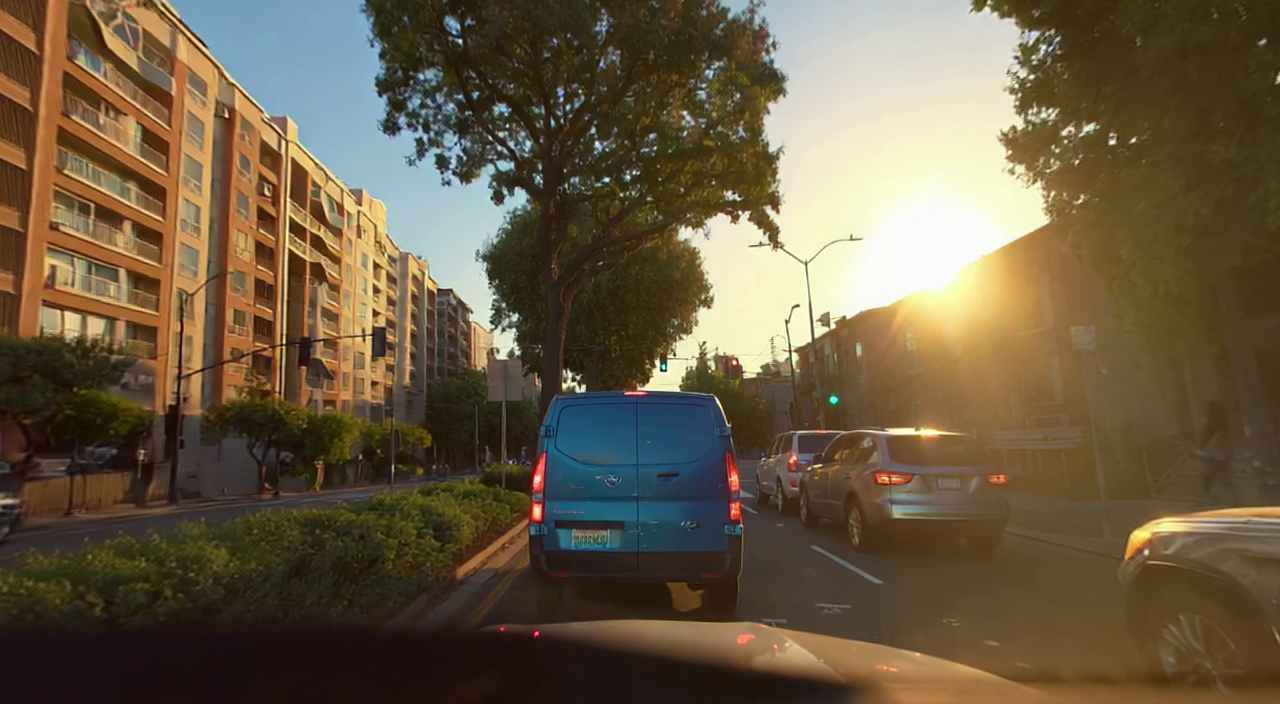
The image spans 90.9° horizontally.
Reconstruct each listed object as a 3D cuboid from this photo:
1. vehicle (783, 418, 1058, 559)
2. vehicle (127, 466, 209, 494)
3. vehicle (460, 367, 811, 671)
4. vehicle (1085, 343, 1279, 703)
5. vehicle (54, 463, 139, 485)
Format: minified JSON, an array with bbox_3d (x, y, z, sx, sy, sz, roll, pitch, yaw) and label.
[{"bbox_3d":[3.925,2.004,10.021,2.061,1.676,4.734,0,-9,-2],"label":"vehicle"},{"bbox_3d":[-33.270,9.056,44.532,4.292,1.492,1.772,-6,-14,-1],"label":"vehicle"},{"bbox_3d":[-0.028,1.325,6.026,2.101,1.828,4.270,0,-9,0],"label":"vehicle"},{"bbox_3d":[3.810,0.694,1.734,2.157,1.748,4.130,0,-9,1],"label":"vehicle"},{"bbox_3d":[-38.432,8.638,44.645,4.396,1.458,1.809,0,-9,2],"label":"vehicle"}]
